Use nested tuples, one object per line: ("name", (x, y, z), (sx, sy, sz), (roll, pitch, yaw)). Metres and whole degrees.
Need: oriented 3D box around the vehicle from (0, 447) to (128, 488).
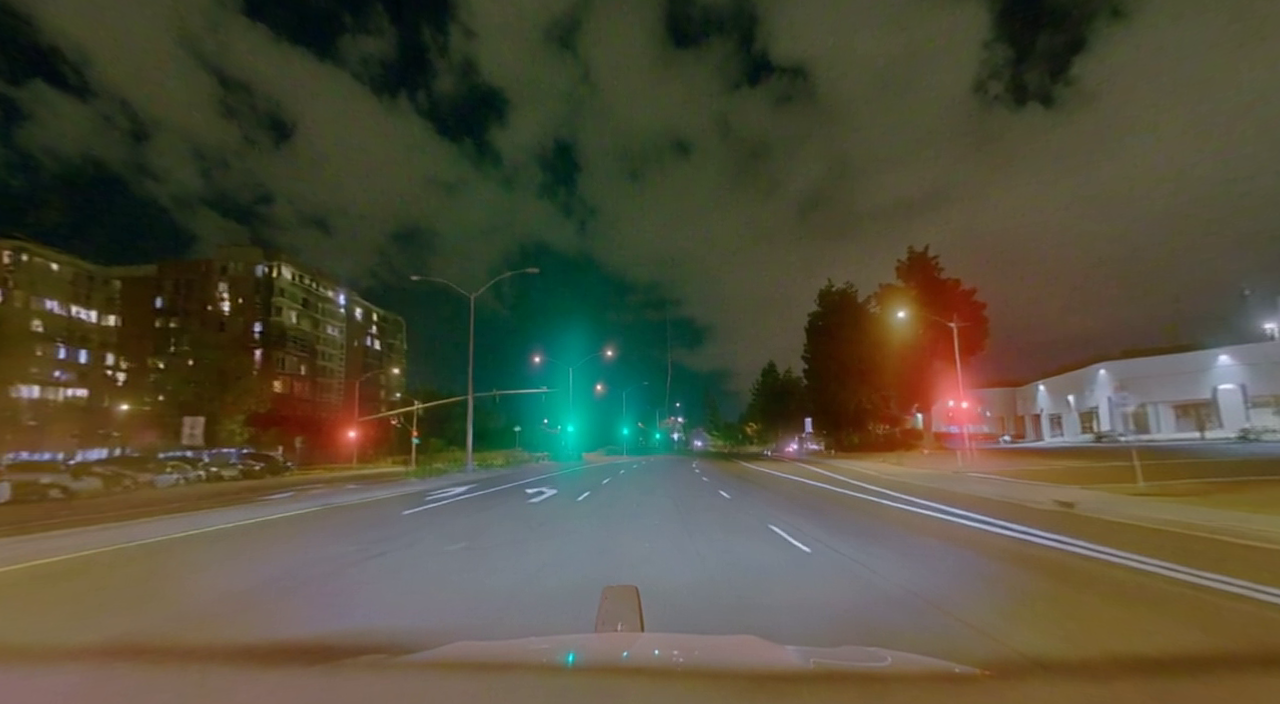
("vehicle", (-28.698, 5.629, 30.967), (5.248, 1.758, 2.122), (-1, -8, -3))
